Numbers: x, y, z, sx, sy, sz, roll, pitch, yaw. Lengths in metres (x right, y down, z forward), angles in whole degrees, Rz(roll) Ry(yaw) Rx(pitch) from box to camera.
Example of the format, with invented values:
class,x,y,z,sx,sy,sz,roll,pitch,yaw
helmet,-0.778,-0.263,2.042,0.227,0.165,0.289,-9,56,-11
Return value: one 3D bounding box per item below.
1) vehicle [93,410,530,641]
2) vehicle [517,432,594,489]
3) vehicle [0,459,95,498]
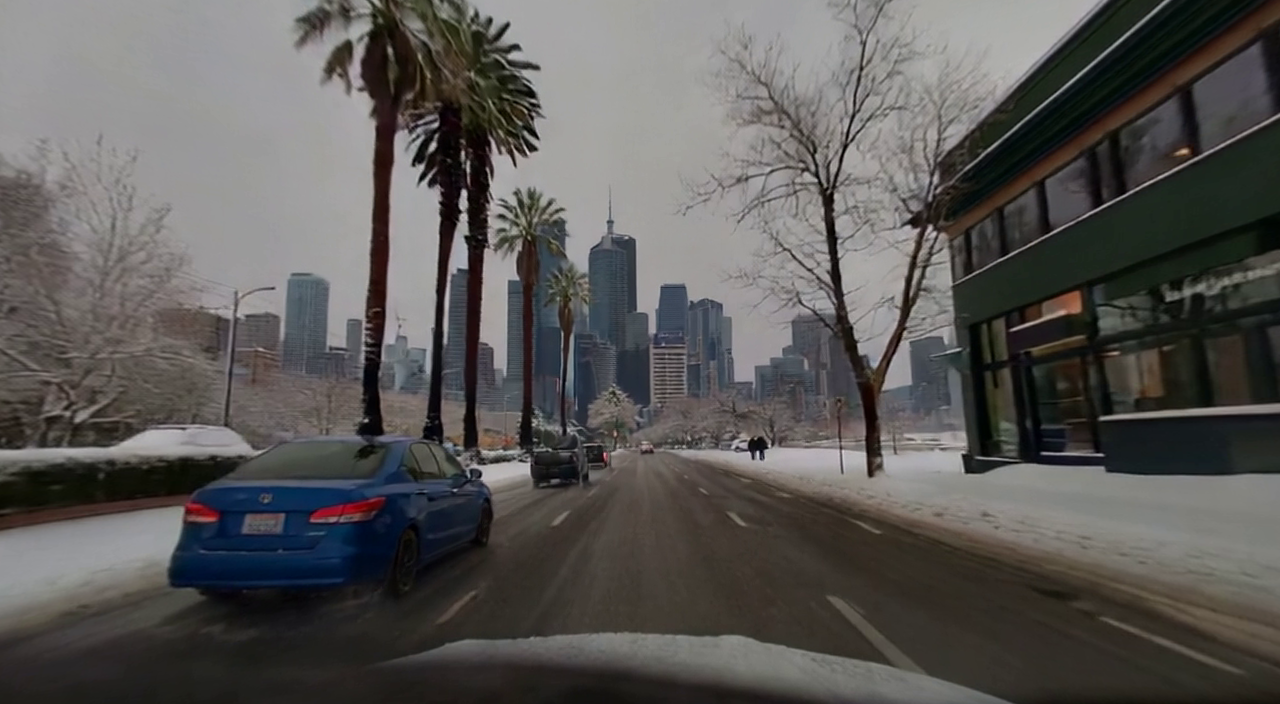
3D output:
class,x,y,z,sx,sy,sz,roll,pitch,yaw
vehicle,-2.624,1.506,6.542,2.071,1.544,4.383,0,-9,1
vehicle,-2.702,3.604,21.228,1.894,1.702,3.999,0,-9,2
vehicle,-29.797,6.144,30.969,1.914,1.657,4.646,0,-9,0
